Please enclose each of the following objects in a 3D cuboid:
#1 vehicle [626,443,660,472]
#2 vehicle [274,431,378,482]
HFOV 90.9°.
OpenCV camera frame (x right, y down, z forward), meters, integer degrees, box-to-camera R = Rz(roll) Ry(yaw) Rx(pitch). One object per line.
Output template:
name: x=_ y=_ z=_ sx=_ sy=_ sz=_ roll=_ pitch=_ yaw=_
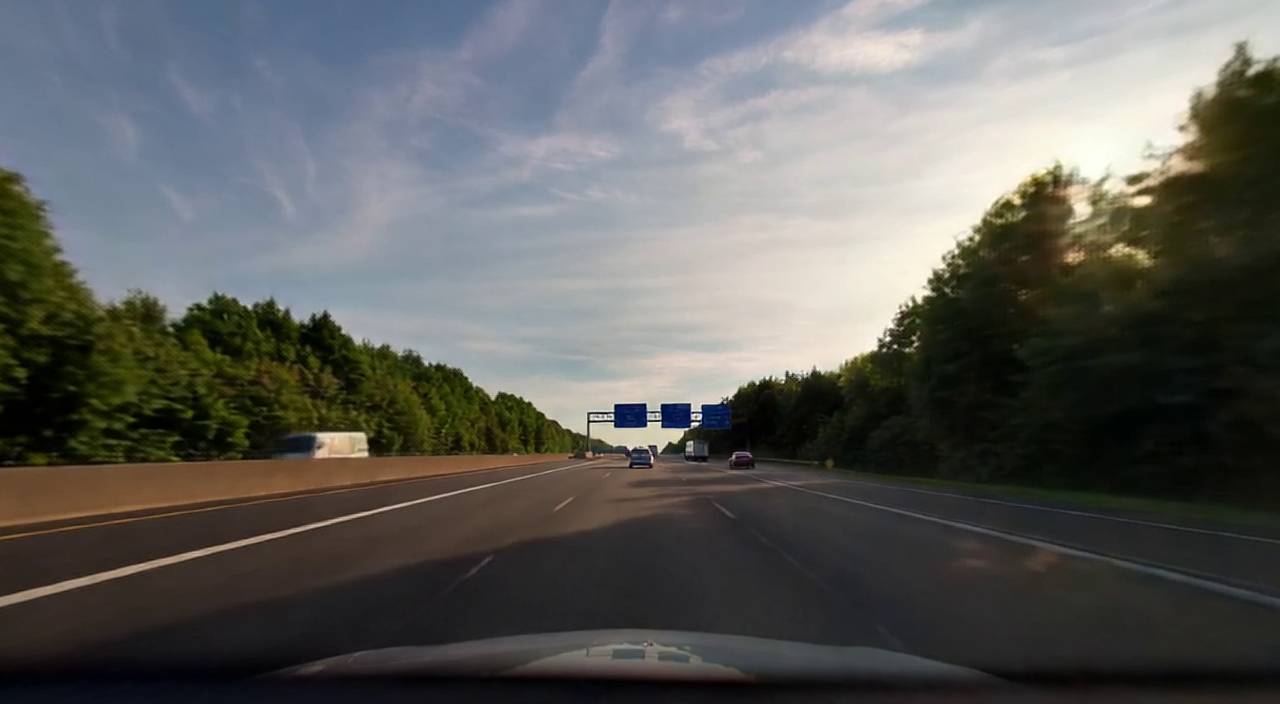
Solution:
vehicle: x=0.205 y=7.097 z=42.595 sx=2.167 sy=1.847 sz=4.097 roll=0 pitch=-9 yaw=0
vehicle: x=-18.246 y=6.122 z=37.190 sx=2.512 sy=2.670 sz=6.751 roll=0 pitch=-9 yaw=1
